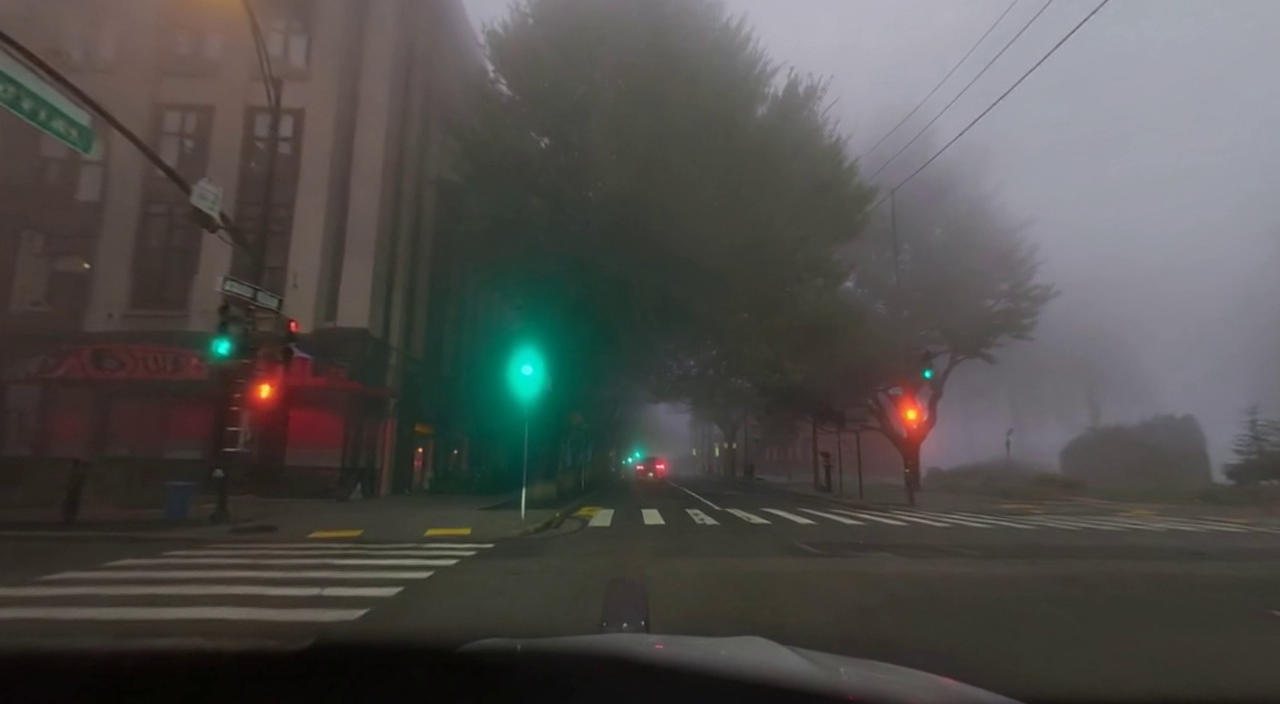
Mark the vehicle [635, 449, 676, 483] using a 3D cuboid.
[{"bbox_3d":[0.794,6.189,34.428,2.079,1.621,3.861,-1,-8,0],"label":"vehicle"}]
